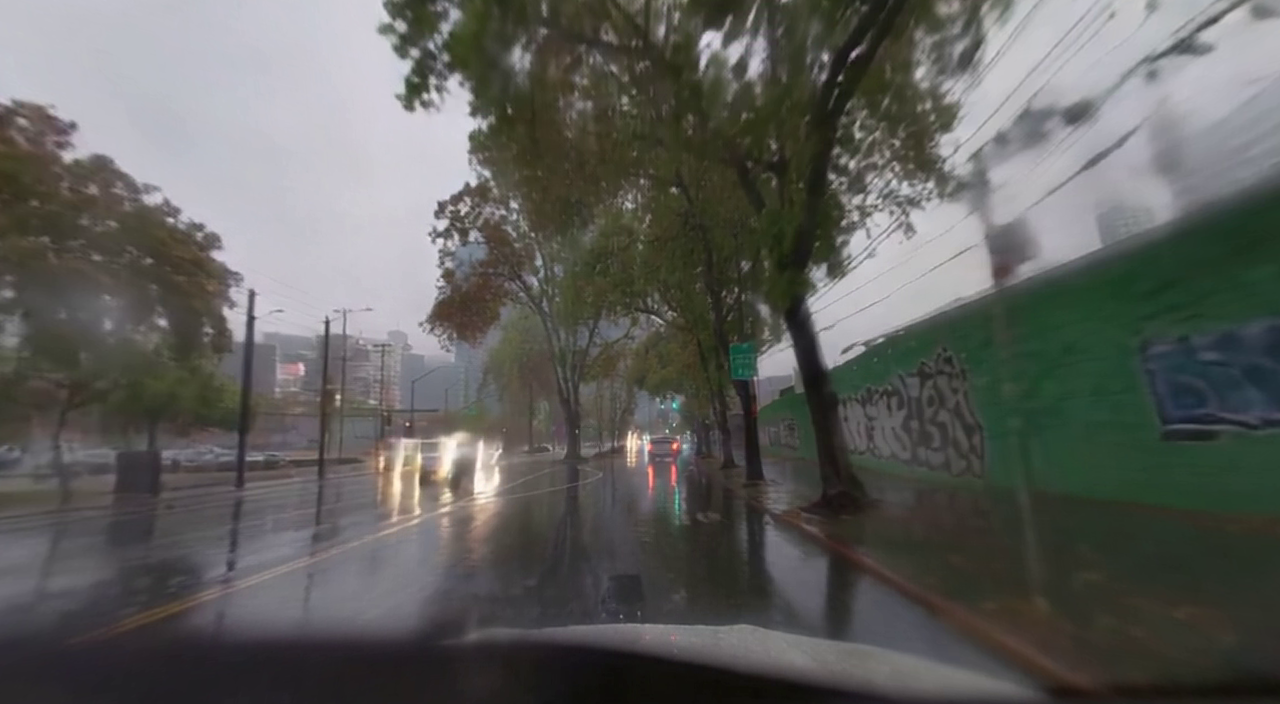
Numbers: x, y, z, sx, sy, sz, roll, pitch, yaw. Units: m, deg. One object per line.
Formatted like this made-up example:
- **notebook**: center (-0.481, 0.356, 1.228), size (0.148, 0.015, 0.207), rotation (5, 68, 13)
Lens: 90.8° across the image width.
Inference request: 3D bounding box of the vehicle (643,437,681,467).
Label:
- **vehicle**: center (1.288, 5.773, 36.561), size (2.105, 1.611, 3.750), rotation (-1, -9, 3)
